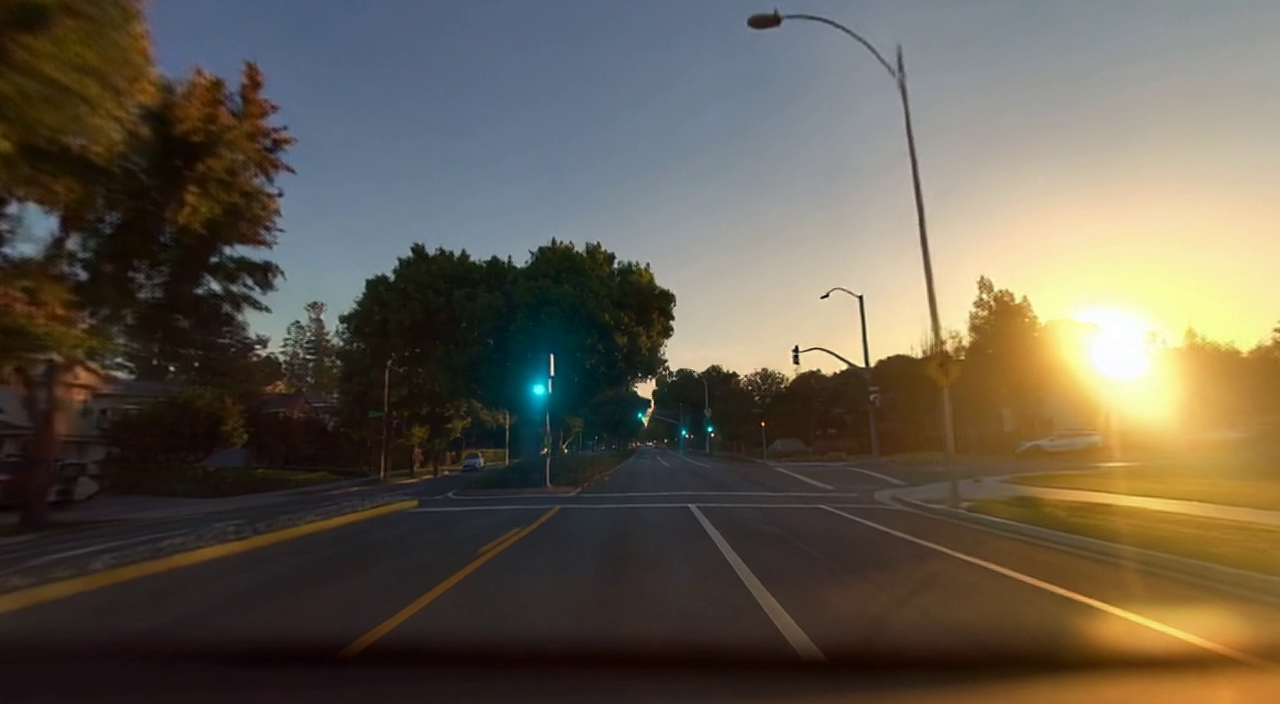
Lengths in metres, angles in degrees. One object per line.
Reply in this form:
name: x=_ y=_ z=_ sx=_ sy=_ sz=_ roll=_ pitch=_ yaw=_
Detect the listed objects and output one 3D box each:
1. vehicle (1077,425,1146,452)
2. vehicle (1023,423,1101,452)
vehicle: x=31.250 y=5.772 z=41.909 sx=1.928 sy=1.622 sz=3.895 roll=-2 pitch=-9 yaw=7
vehicle: x=28.641 y=5.886 z=42.959 sx=2.041 sy=1.826 sz=4.925 roll=-1 pitch=-9 yaw=3
